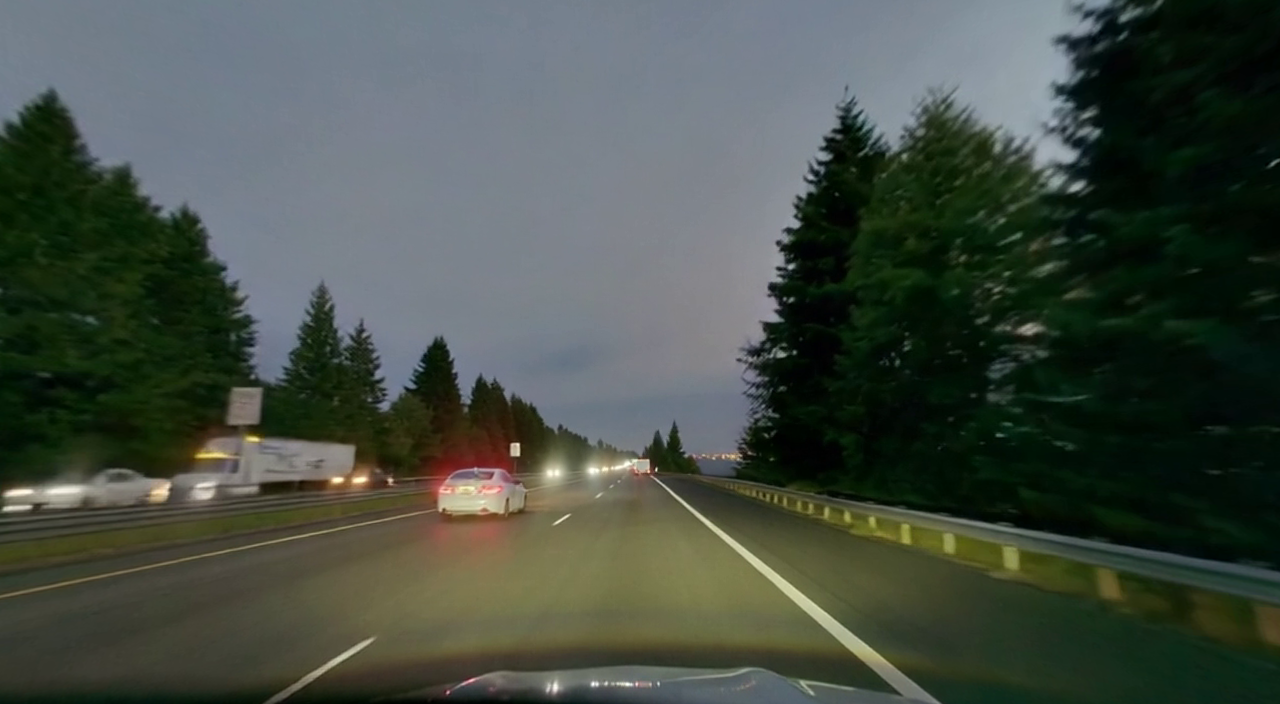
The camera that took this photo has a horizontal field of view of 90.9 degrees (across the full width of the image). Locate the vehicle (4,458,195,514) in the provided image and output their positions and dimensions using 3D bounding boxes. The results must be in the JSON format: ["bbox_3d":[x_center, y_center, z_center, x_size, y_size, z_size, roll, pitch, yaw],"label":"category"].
[{"bbox_3d":[-17.230,4.303,20.518,2.065,1.556,4.639,1,-11,0],"label":"vehicle"}]

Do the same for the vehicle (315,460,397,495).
[{"bbox_3d":[-13.390,5.959,30.014,1.852,1.520,4.252,1,-11,1],"label":"vehicle"}]

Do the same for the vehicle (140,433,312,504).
[{"bbox_3d":[-17.355,5.017,27.122,2.564,2.589,6.882,1,-11,1],"label":"vehicle"}]

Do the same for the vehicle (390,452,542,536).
[{"bbox_3d":[-3.668,3.132,14.341,2.006,1.516,4.820,1,-11,1],"label":"vehicle"}]
